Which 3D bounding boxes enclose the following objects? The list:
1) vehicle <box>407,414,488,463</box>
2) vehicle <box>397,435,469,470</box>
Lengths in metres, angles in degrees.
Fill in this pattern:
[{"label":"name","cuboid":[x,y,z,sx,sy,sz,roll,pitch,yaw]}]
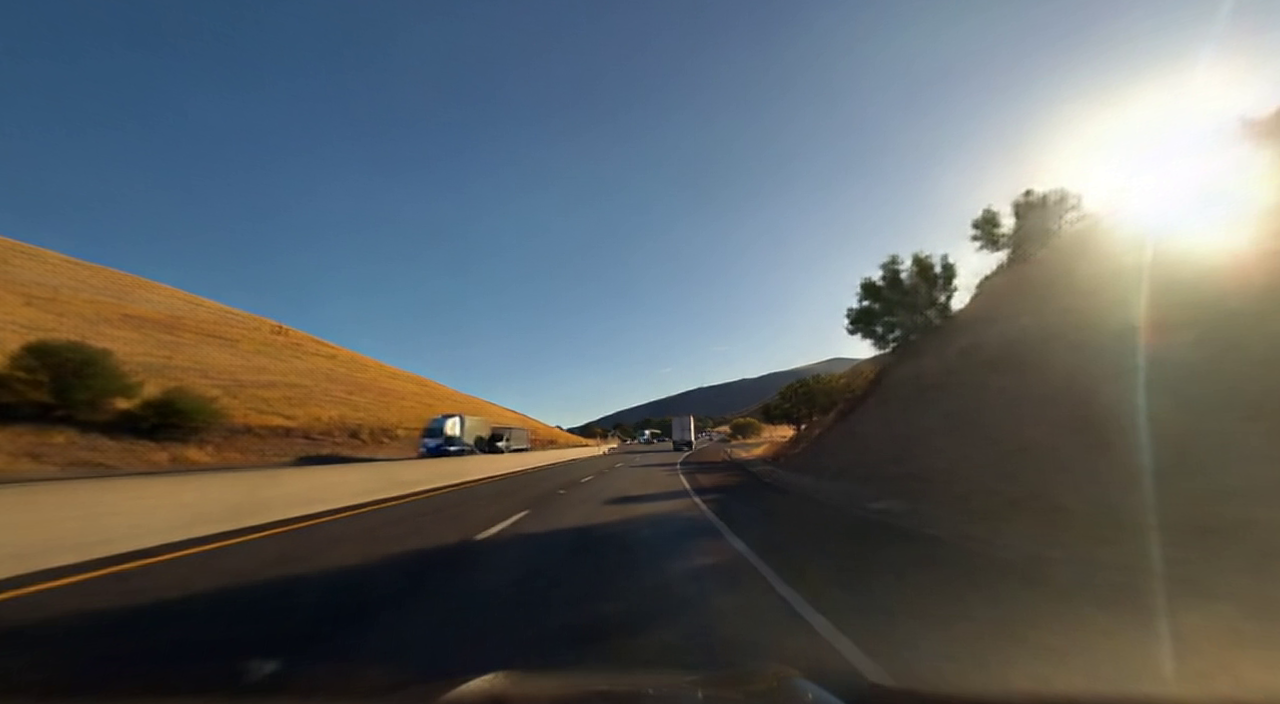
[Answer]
[{"label":"vehicle","cuboid":[-13.917,6.440,46.522,2.932,3.214,9.129,0,-9,1]},{"label":"vehicle","cuboid":[-10.515,5.147,32.366,2.032,1.636,4.413,0,-9,3]}]
